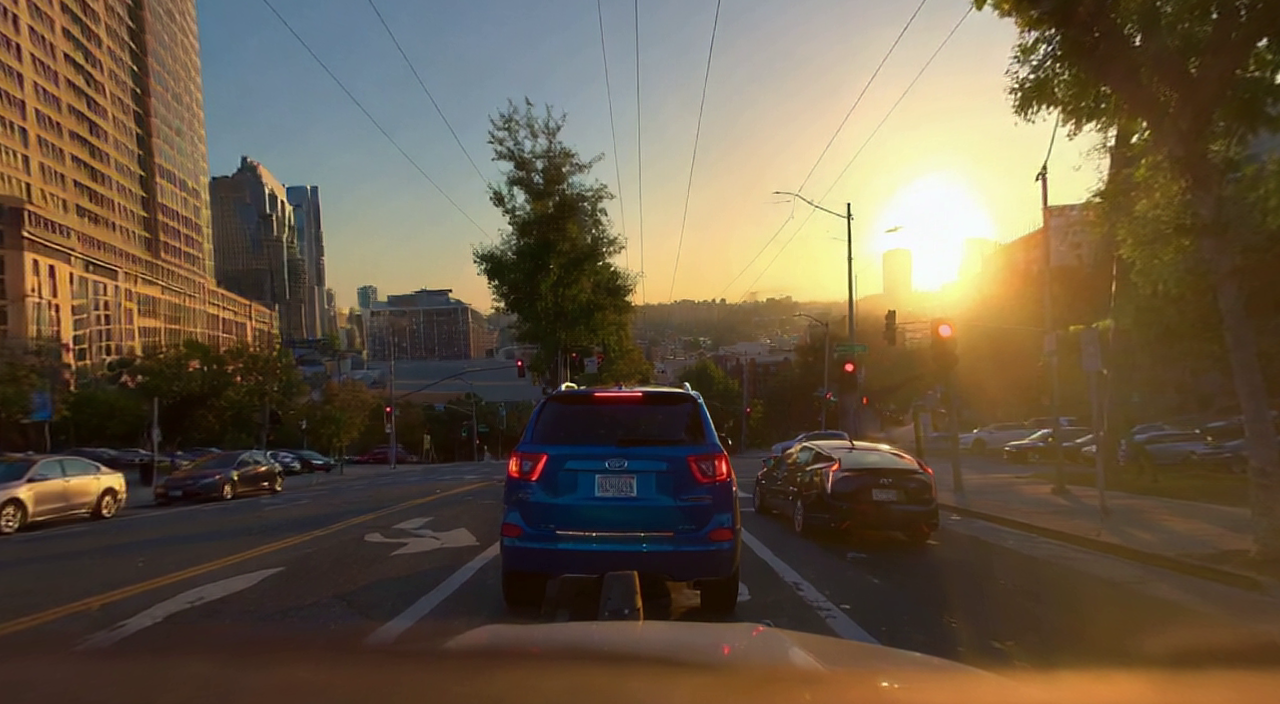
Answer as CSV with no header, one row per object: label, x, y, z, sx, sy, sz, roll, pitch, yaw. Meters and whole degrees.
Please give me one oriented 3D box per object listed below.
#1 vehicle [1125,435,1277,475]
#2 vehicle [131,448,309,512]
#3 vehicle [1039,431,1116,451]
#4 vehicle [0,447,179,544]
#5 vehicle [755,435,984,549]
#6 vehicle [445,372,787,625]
vehicle,22.111,4.057,24.991,4.055,1.469,1.848,-4,-9,26
vehicle,-12.466,3.781,19.142,2.207,1.648,4.675,0,-8,-1
vehicle,34.499,7.054,49.496,5.224,1.515,2.164,3,-9,-18
vehicle,-12.547,2.916,13.470,1.891,1.723,4.360,0,-8,1
vehicle,3.288,2.084,10.070,2.056,1.422,4.130,0,-8,-1
vehicle,-0.163,1.366,6.758,2.453,1.816,4.300,0,-8,0
